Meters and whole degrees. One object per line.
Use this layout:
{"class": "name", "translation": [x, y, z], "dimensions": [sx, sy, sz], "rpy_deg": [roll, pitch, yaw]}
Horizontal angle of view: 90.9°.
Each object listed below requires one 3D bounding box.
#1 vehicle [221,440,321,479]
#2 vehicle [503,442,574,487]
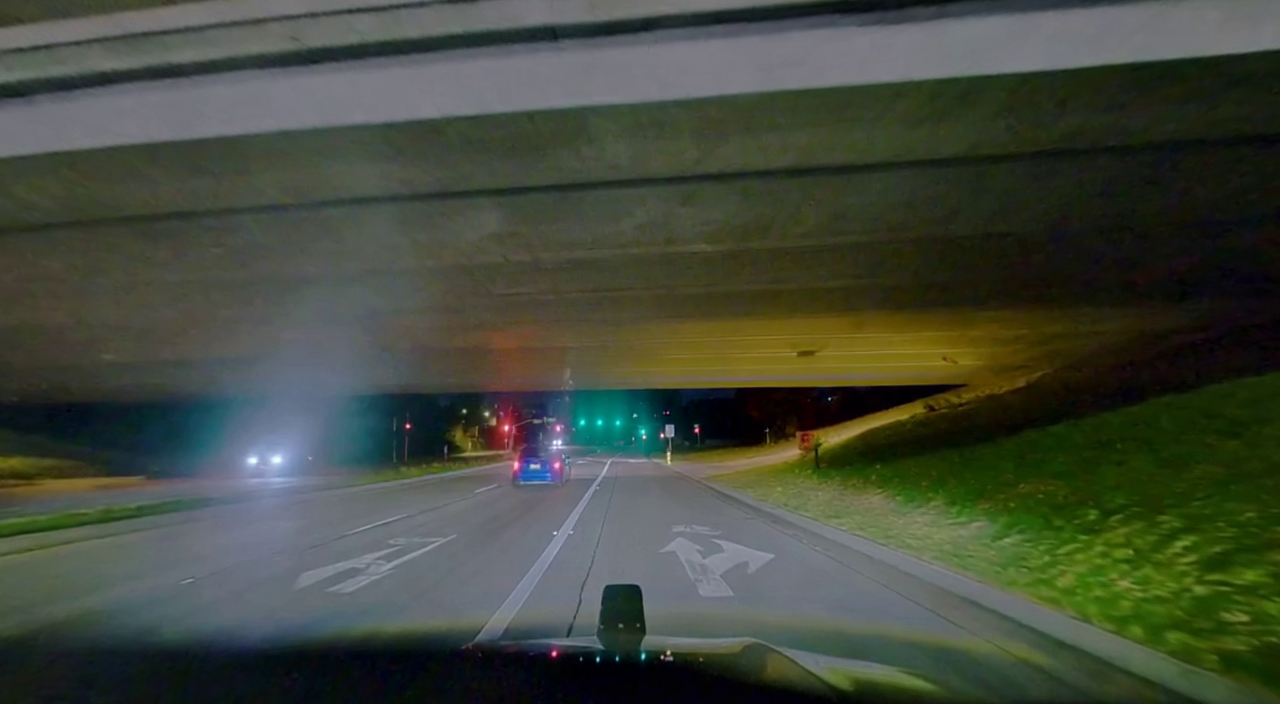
{"class": "vehicle", "translation": [-18.534, 5.416, 31.957], "dimensions": [2.196, 1.834, 4.766], "rpy_deg": [0, -9, -1]}
{"class": "vehicle", "translation": [-3.578, 4.050, 23.000], "dimensions": [1.963, 1.460, 4.614], "rpy_deg": [0, -9, -2]}
